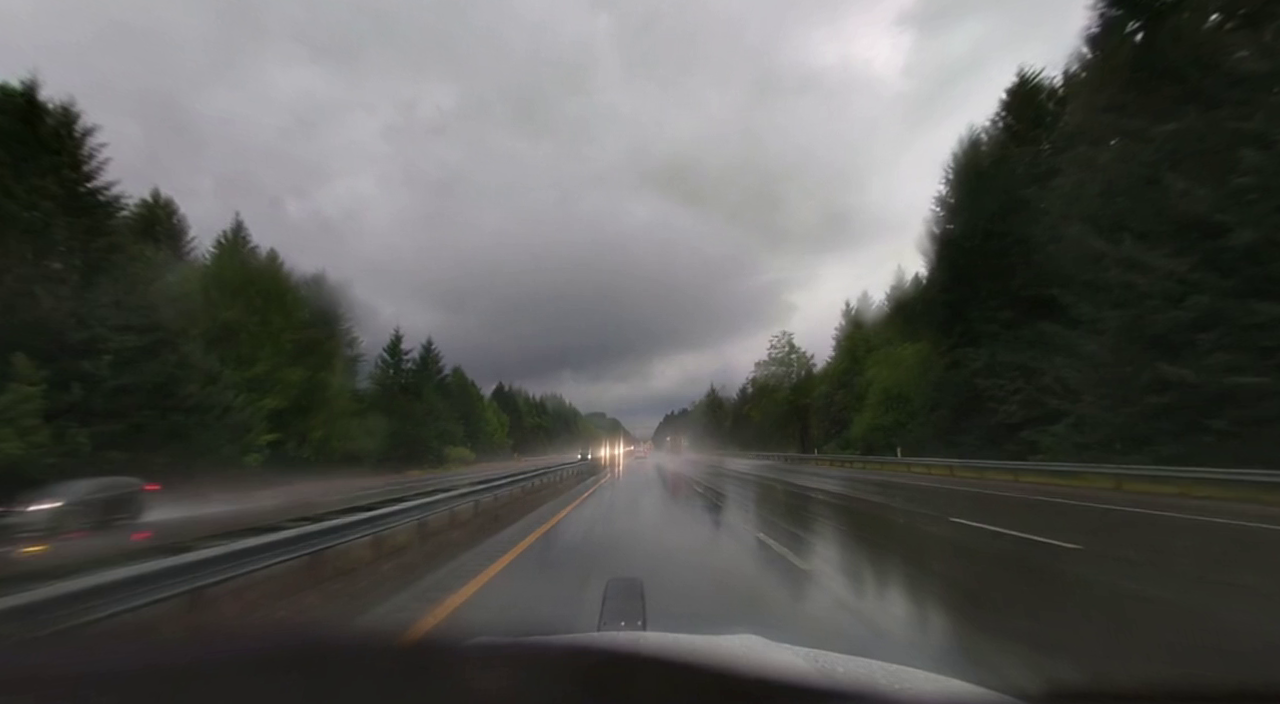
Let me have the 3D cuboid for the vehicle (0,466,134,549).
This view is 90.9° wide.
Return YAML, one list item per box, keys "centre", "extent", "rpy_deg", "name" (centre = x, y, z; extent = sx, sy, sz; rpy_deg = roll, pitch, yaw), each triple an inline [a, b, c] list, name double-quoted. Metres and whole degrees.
- centre: [-13.063, 3.130, 12.893]
  extent: [1.850, 1.475, 4.290]
  rpy_deg: [0, -9, 0]
  name: "vehicle"
